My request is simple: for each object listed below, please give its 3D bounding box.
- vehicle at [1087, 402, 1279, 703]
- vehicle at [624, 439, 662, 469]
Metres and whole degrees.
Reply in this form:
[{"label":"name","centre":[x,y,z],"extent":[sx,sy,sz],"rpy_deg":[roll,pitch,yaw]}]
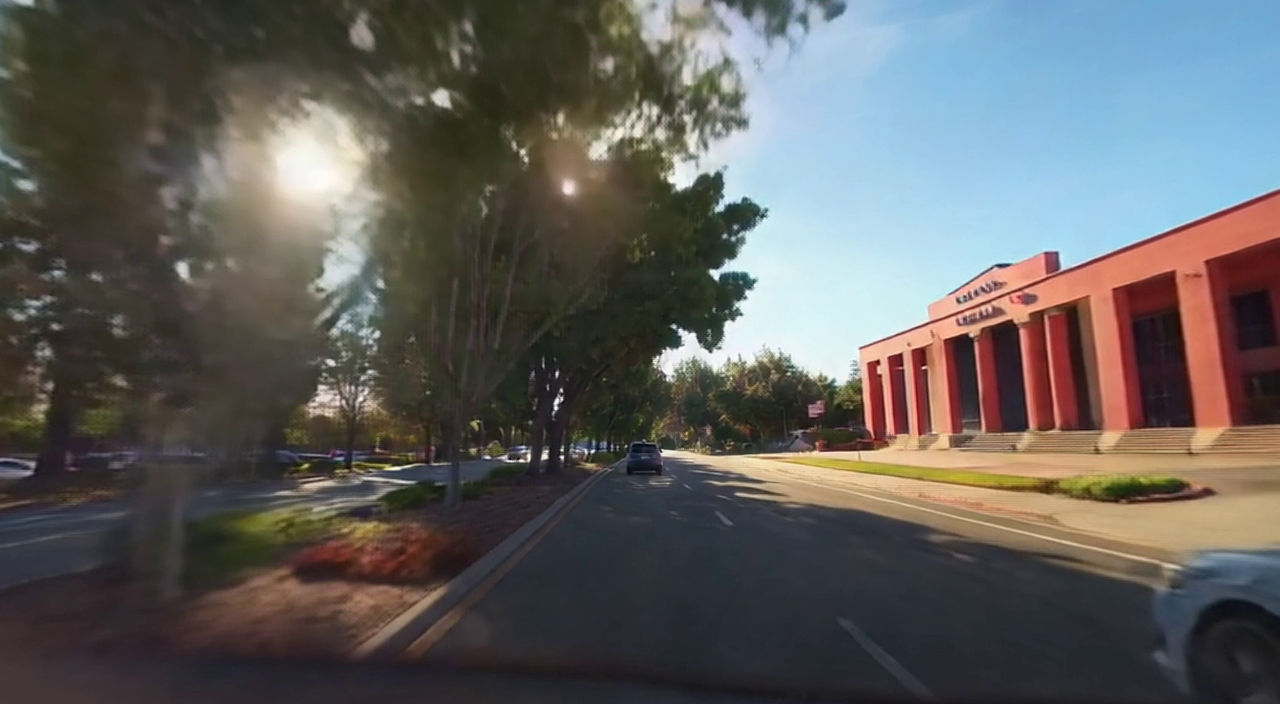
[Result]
[{"label":"vehicle","centre":[3.624,0.745,1.118],"extent":[2.132,1.497,4.827],"rpy_deg":[0,-8,0]},{"label":"vehicle","centre":[0.229,6.140,38.260],"extent":[2.123,1.703,4.292],"rpy_deg":[0,-8,1]}]
